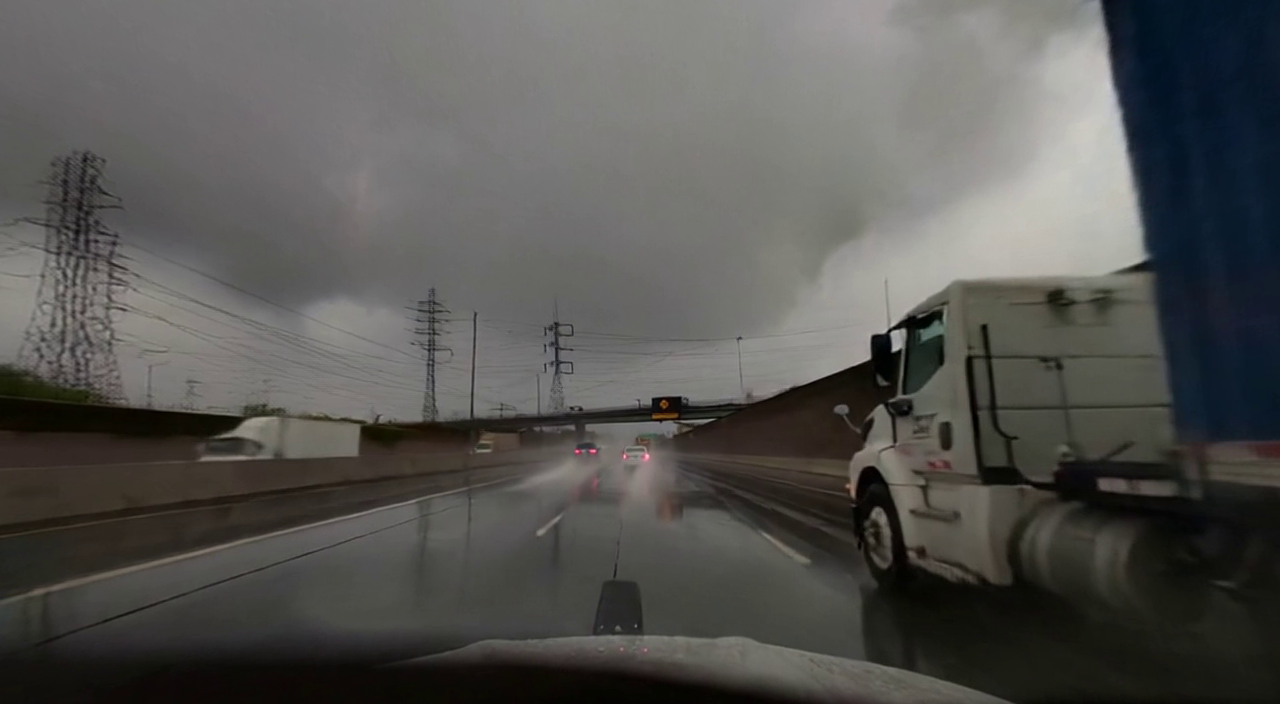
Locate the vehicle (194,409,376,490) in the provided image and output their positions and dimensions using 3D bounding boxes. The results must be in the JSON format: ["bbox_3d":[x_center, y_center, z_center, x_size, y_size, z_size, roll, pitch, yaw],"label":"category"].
[{"bbox_3d":[-19.751,5.664,36.577,3.082,3.832,12.998,0,-9,0],"label":"vehicle"}]

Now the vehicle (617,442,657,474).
[{"bbox_3d":[-0.165,5.739,34.102,2.004,1.615,4.113,0,-9,0],"label":"vehicle"}]

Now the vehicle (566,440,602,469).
[{"bbox_3d":[-3.775,7.093,43.427,2.077,1.884,4.961,0,-9,0],"label":"vehicle"}]

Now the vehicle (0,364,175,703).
[{"bbox_3d":[-3.256,0.635,0.974,1.987,1.548,3.981,0,-9,0],"label":"vehicle"}]

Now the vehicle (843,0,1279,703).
[{"bbox_3d":[3.871,-0.303,1.804,3.011,3.930,10.078,0,-9,-1],"label":"vehicle"}]
